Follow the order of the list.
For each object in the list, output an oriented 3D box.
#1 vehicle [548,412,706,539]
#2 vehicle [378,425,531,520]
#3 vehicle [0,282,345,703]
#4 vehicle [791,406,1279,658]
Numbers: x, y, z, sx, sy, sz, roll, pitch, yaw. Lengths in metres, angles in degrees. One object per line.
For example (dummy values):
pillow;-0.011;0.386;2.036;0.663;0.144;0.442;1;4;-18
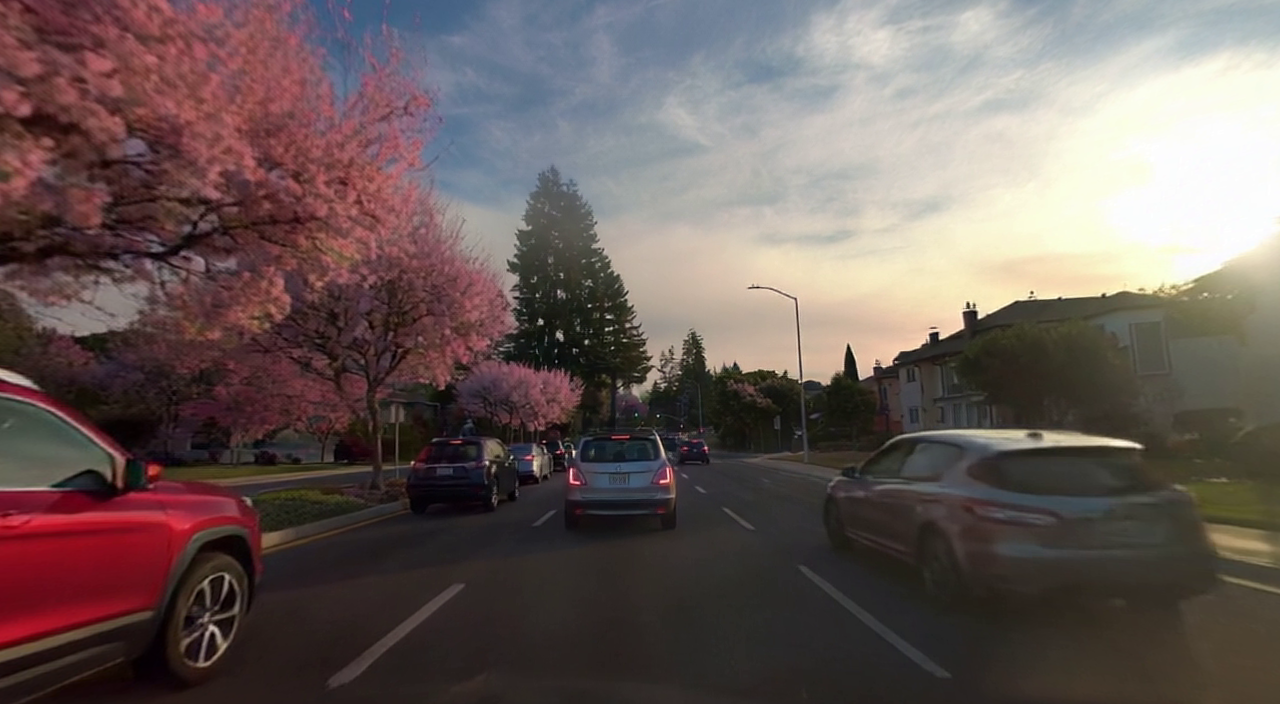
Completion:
vehicle;-0.200;1.957;10.586;2.112;1.693;4.058;0;-8;-1
vehicle;-3.672;2.456;13.409;1.948;1.668;4.279;0;-8;0
vehicle;-3.555;0.756;2.645;2.304;1.928;4.833;0;-8;0
vehicle;3.157;1.457;6.323;2.056;1.536;4.678;0;-8;-1
